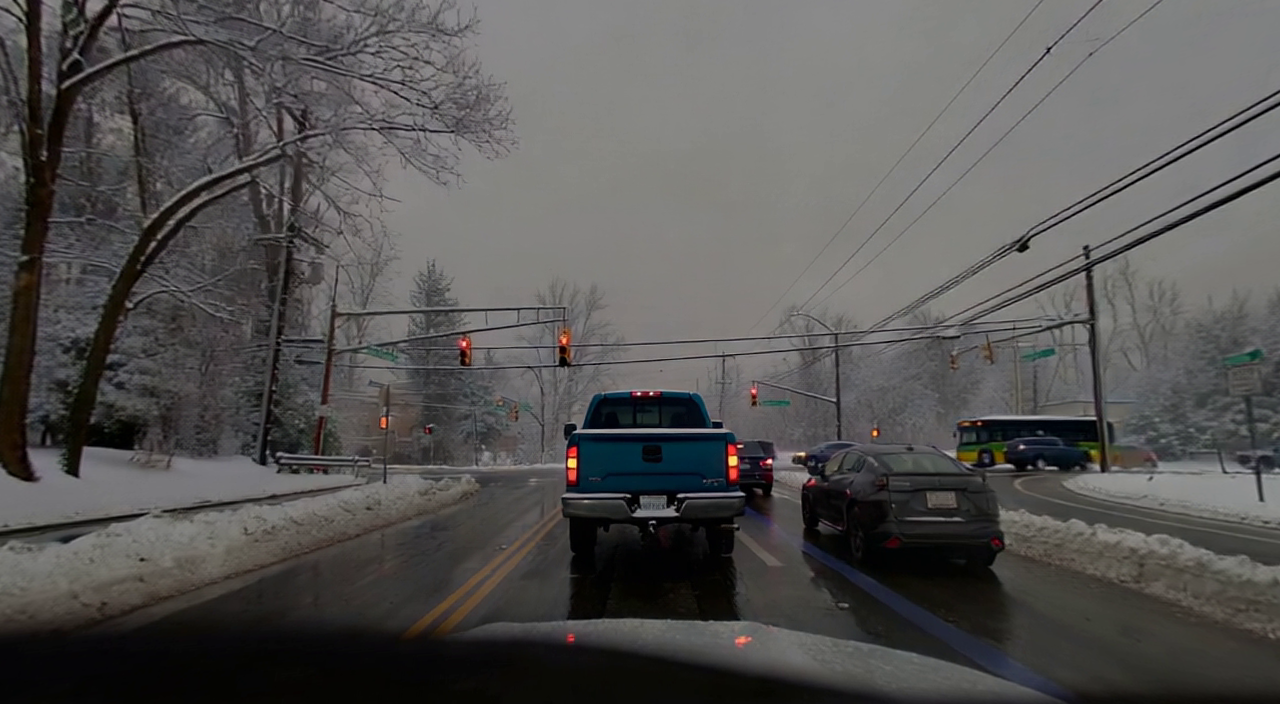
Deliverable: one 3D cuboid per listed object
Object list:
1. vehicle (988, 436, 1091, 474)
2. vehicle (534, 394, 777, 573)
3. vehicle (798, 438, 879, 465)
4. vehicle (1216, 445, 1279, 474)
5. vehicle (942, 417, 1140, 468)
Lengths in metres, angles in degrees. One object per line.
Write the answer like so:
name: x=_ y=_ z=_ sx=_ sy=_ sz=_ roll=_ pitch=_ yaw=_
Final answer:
vehicle: x=17.617 y=4.488 z=27.814 sx=4.520 sy=1.496 sz=2.060 roll=5 pitch=-10 yaw=-33
vehicle: x=0.123 y=1.870 z=9.901 sx=2.707 sy=1.964 sz=5.485 roll=0 pitch=-8 yaw=-1
vehicle: x=14.319 y=7.234 z=45.873 sx=5.235 sy=1.878 sz=2.107 roll=-1 pitch=-8 yaw=5
vehicle: x=41.325 y=6.991 z=41.265 sx=5.426 sy=1.728 sz=1.999 roll=0 pitch=-8 yaw=-2
vehicle: x=26.046 y=5.937 z=41.424 sx=10.726 sy=3.128 sz=3.003 roll=-1 pitch=-8 yaw=1
